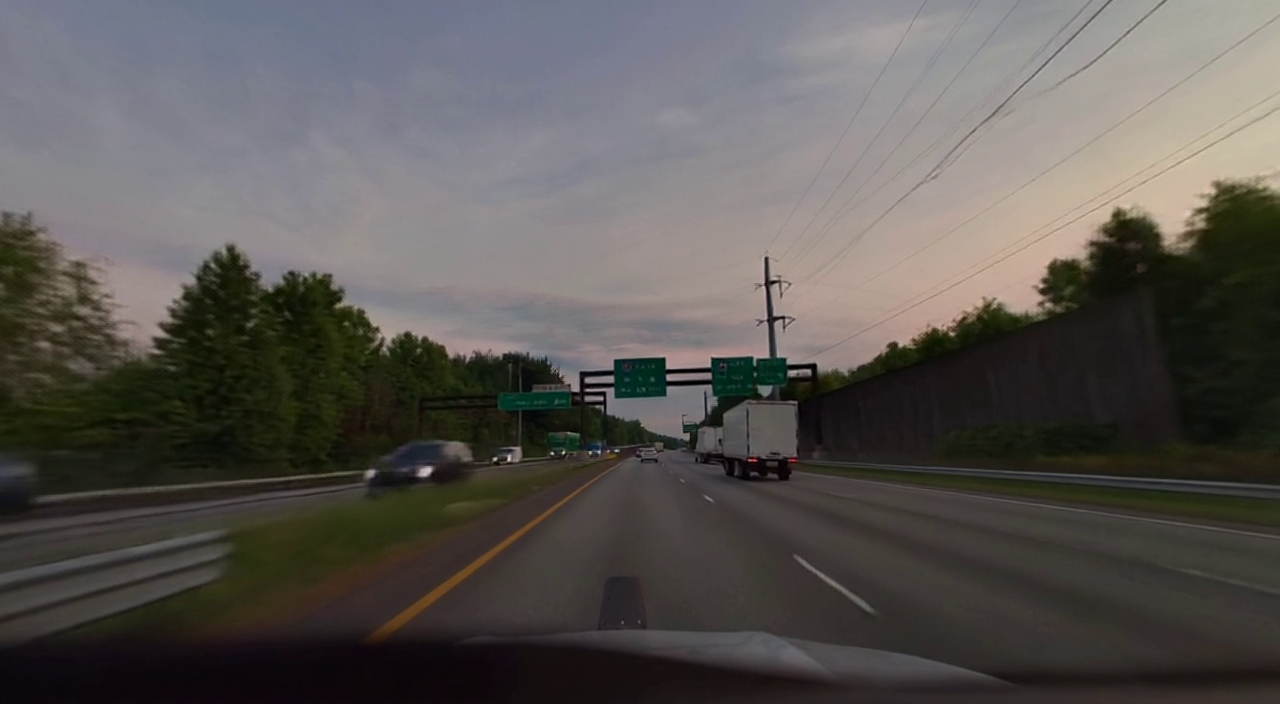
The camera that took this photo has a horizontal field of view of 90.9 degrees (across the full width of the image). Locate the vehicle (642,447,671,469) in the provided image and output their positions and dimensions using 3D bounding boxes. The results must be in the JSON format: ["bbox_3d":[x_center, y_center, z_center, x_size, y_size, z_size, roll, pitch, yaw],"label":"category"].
[{"bbox_3d":[1.201,7.783,46.453,2.049,1.500,3.790,0,-9,1],"label":"vehicle"}]

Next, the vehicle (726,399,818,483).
[{"bbox_3d":[5.848,4.167,29.286,2.743,3.367,7.306,0,-9,1],"label":"vehicle"}]
